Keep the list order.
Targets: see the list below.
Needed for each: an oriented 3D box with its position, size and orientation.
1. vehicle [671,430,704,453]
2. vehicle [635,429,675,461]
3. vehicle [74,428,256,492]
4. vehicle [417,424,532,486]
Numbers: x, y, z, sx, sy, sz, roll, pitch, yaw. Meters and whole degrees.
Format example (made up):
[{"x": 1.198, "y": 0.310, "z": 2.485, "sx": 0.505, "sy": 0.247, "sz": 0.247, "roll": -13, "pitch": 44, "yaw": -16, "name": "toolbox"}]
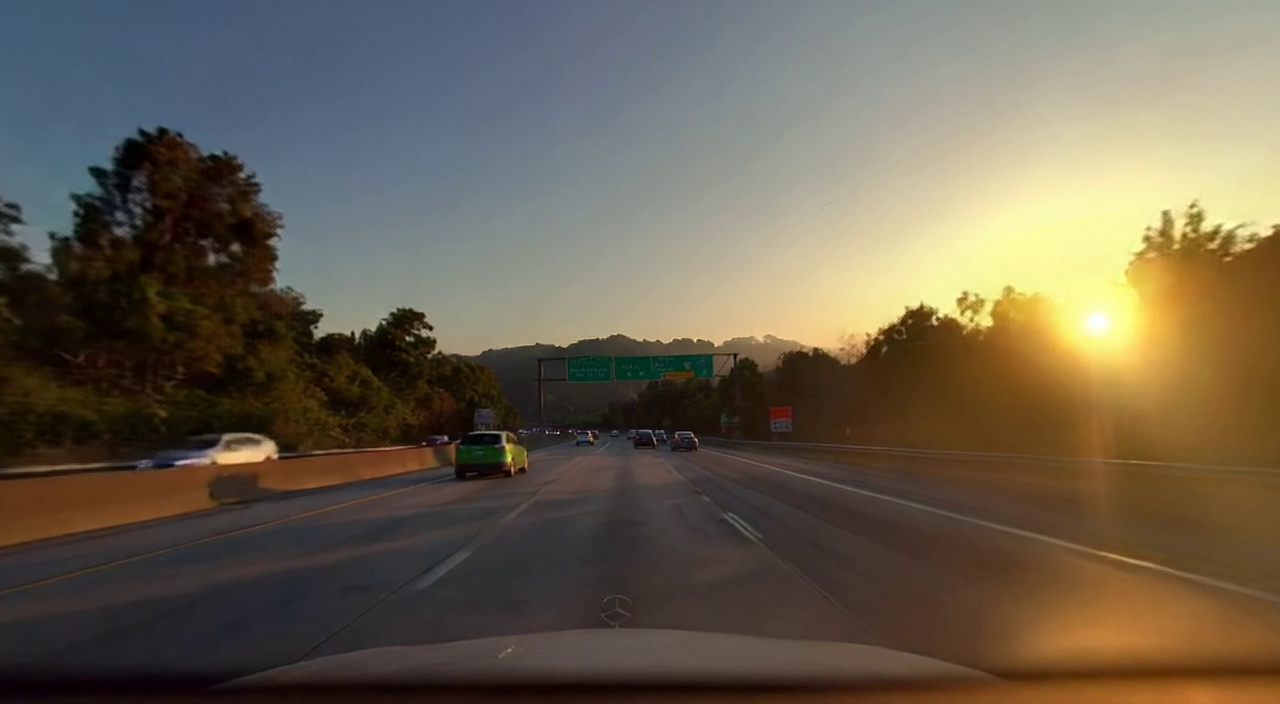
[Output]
[{"x": 3.302, "y": 6.275, "z": 44.329, "sx": 1.841, "sy": 1.491, "sz": 3.869, "roll": 0, "pitch": -8, "yaw": -2, "name": "vehicle"}, {"x": 0.740, "y": 4.621, "z": 31.450, "sx": 1.869, "sy": 1.466, "sz": 3.356, "roll": 0, "pitch": -8, "yaw": 1, "name": "vehicle"}, {"x": -12.973, "y": 2.993, "z": 17.631, "sx": 1.860, "sy": 1.562, "sz": 4.130, "roll": 0, "pitch": -9, "yaw": -1, "name": "vehicle"}, {"x": -4.515, "y": 2.863, "z": 18.046, "sx": 2.023, "sy": 1.512, "sz": 4.804, "roll": 0, "pitch": -8, "yaw": 0, "name": "vehicle"}]
